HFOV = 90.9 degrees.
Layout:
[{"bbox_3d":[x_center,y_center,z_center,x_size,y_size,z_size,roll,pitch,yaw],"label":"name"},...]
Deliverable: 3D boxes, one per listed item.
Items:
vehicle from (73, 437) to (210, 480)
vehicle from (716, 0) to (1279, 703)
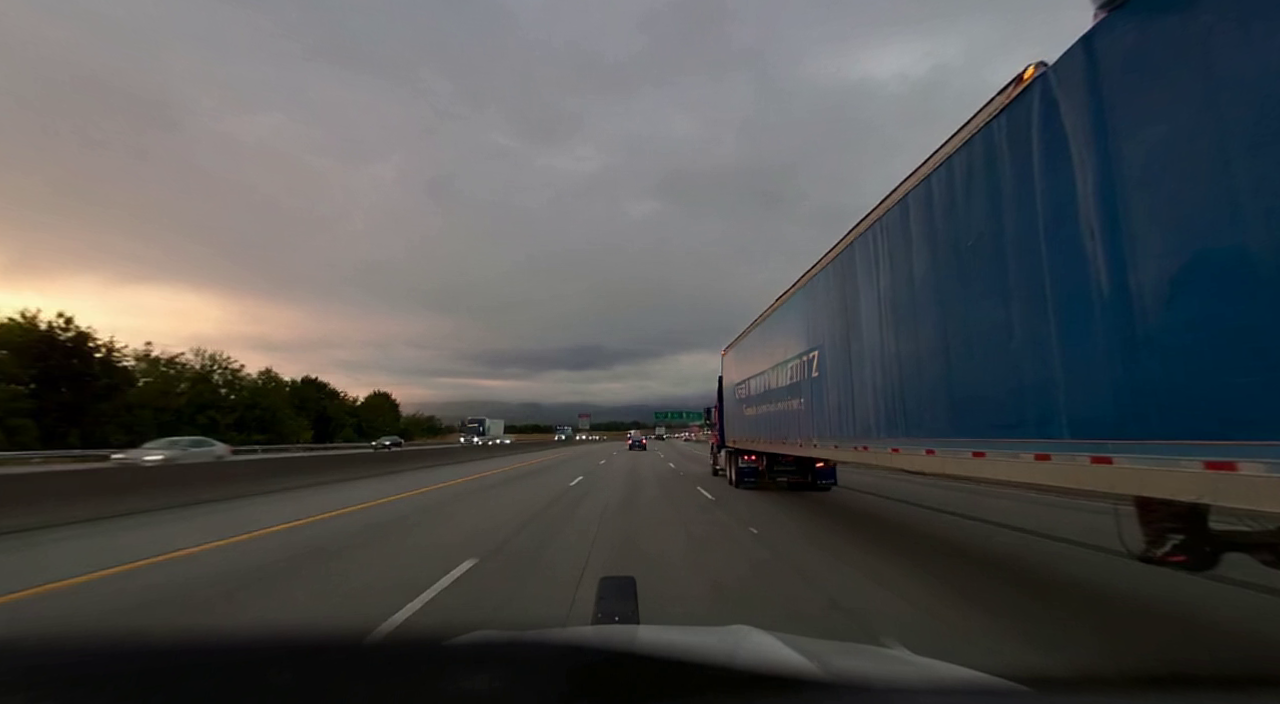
[{"bbox_3d":[-19.248,4.095,24.615,1.930,1.486,4.185,0,-8,-1],"label":"vehicle"},{"bbox_3d":[3.689,0.516,9.354,2.976,4.077,14.571,0,-8,-1],"label":"vehicle"}]
